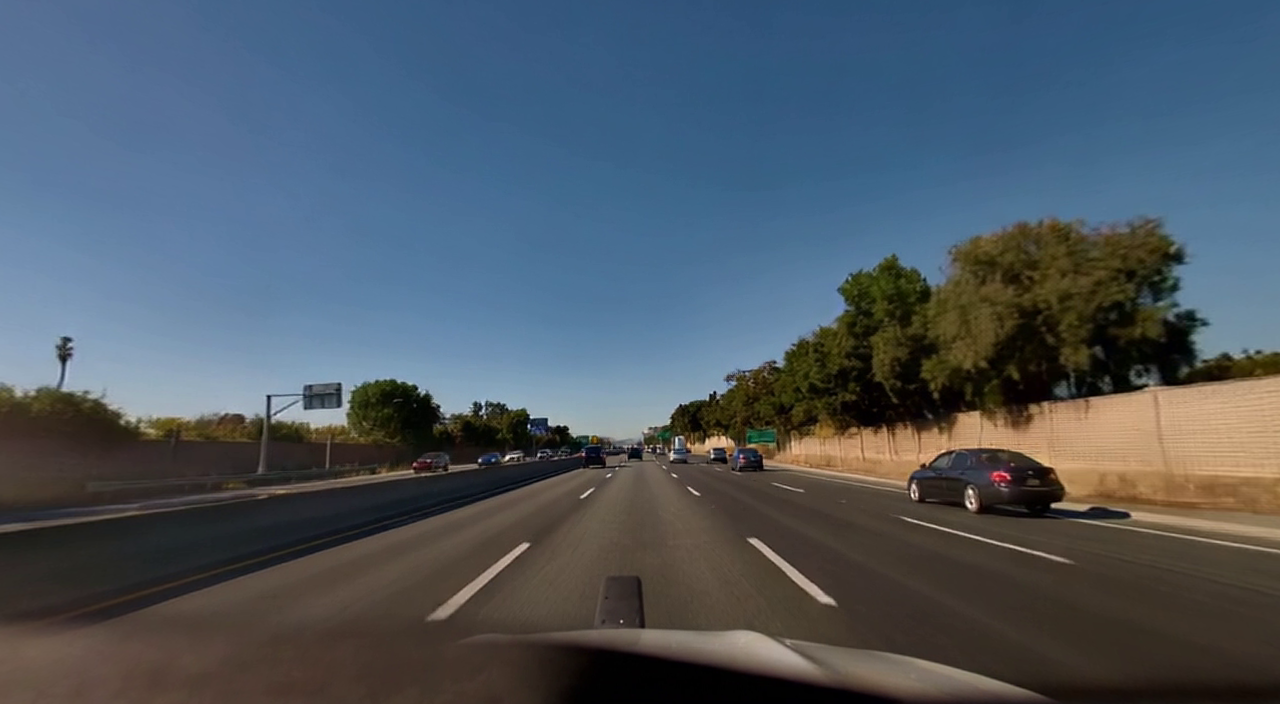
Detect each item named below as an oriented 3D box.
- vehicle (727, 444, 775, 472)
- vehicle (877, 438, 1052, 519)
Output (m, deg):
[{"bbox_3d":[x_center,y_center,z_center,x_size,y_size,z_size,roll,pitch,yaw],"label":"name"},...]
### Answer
[{"bbox_3d":[6.611,6.339,37.997,1.987,1.597,4.463,0,-8,-1],"label":"vehicle"},{"bbox_3d":[6.862,2.678,13.879,1.838,1.518,3.713,0,-8,-1],"label":"vehicle"}]
